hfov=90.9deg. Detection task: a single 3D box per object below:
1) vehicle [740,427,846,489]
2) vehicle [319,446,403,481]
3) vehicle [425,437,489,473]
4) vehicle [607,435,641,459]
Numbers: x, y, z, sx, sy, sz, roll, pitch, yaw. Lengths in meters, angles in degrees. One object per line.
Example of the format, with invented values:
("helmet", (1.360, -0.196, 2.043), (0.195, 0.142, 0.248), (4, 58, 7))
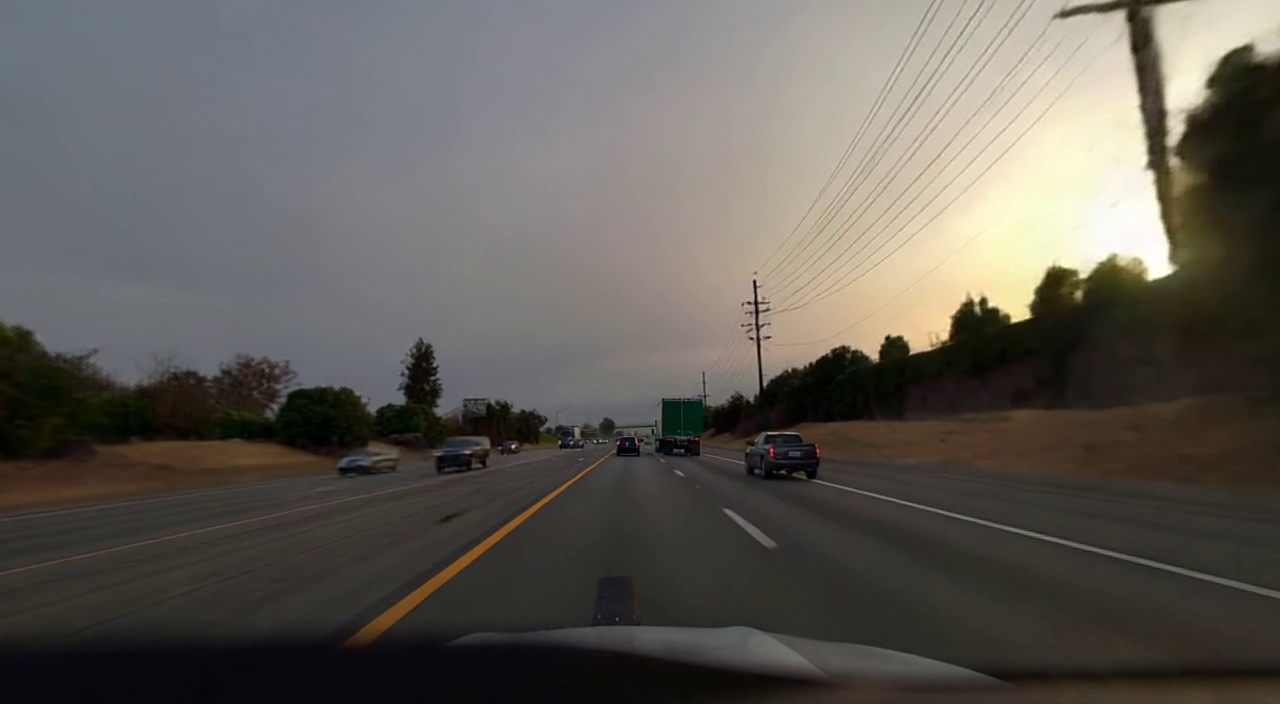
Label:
("vehicle", (4.224, 2.959, 18.028), (1.930, 1.573, 3.853), (0, -8, -2))
("vehicle", (-13.279, 5.313, 30.335), (1.845, 1.447, 4.906), (0, -8, 0))
("vehicle", (-9.149, 5.159, 31.938), (1.941, 1.635, 4.547), (0, -8, -1))
("vehicle", (-1.037, 6.295, 41.900), (2.163, 1.466, 3.693), (0, -8, -1))
